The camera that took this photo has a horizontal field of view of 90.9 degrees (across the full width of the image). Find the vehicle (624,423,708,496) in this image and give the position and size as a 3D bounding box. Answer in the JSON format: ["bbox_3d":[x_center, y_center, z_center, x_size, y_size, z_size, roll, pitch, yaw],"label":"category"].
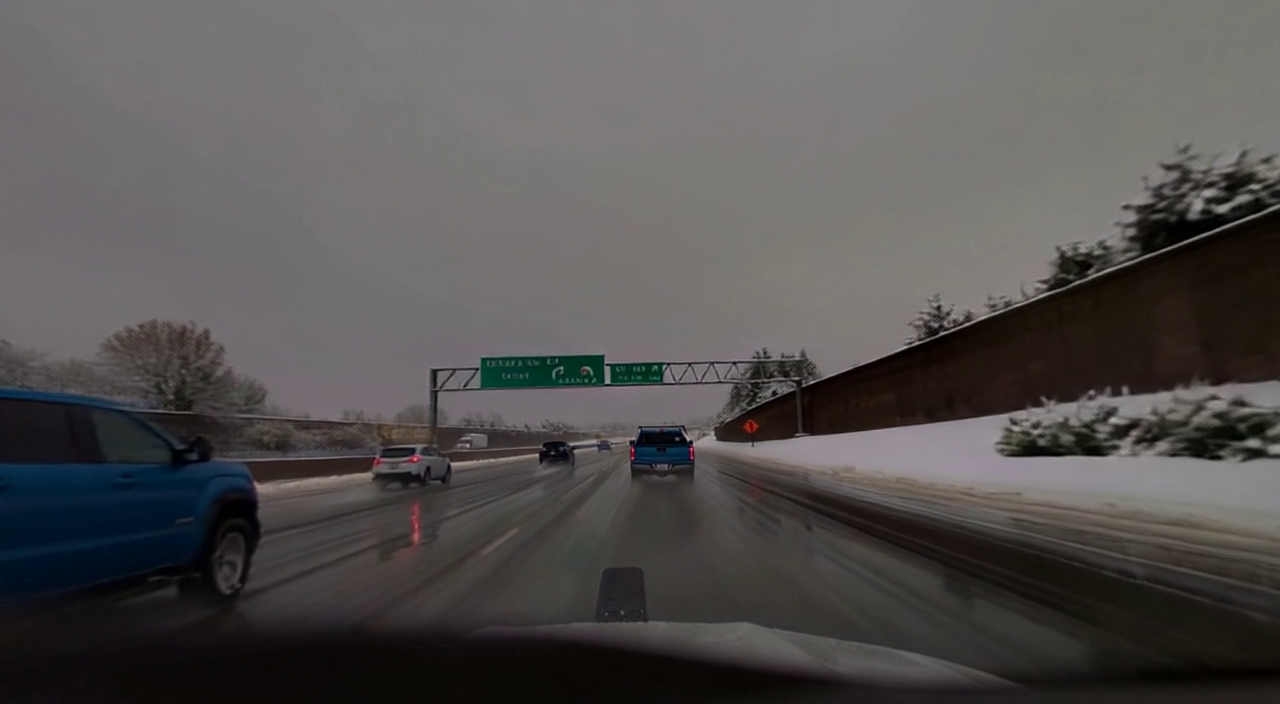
[{"bbox_3d":[0.610,3.053,18.211,2.083,1.792,4.782,0,-9,-1],"label":"vehicle"}]

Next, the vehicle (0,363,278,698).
[{"bbox_3d":[-4.441,0.954,3.327,1.954,1.792,5.187,0,-9,0],"label":"vehicle"}]

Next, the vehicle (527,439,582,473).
[{"bbox_3d":[-4.200,5.197,31.716,1.961,1.591,4.756,0,-8,2],"label":"vehicle"}]

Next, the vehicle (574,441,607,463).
[{"bbox_3d":[-3.646,7.551,47.604,2.061,1.584,4.290,0,-8,1],"label":"vehicle"}]

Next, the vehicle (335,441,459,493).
[{"bbox_3d":[-7.724,3.687,20.675,2.081,1.463,4.749,0,-8,1],"label":"vehicle"}]
